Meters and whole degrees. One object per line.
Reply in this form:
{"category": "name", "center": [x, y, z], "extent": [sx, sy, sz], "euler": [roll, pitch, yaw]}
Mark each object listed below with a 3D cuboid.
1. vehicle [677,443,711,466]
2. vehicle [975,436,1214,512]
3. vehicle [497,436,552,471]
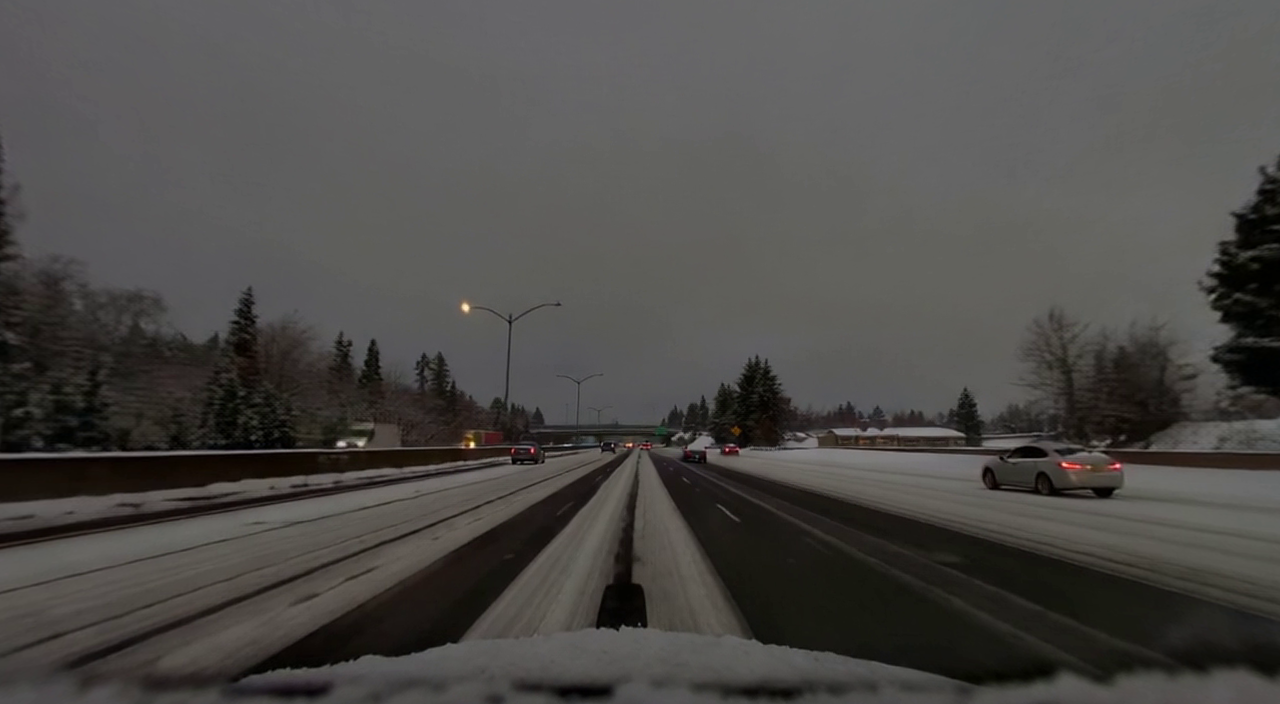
{"category": "vehicle", "center": [3.664, 7.024, 43.087], "extent": [1.950, 1.453, 3.378], "euler": [0, -9, -1]}
{"category": "vehicle", "center": [10.218, 2.756, 14.769], "extent": [1.979, 1.467, 4.839], "euler": [0, -9, 0]}
{"category": "vehicle", "center": [-6.306, 5.609, 34.877], "extent": [2.091, 1.746, 4.437], "euler": [0, -9, 1]}
